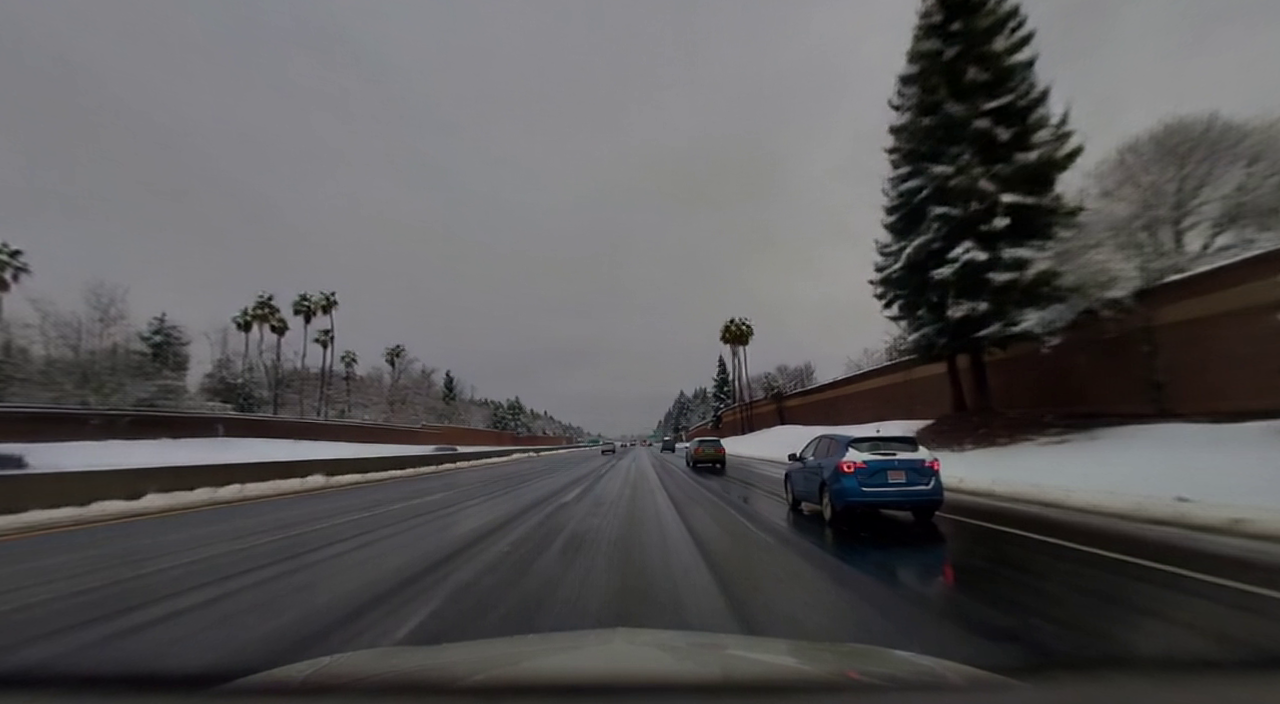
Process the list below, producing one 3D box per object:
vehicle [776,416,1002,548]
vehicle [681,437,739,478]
[{"bbox_3d":[3.698,1.998,10.383,1.910,1.696,4.187,0,-8,-1],"label":"vehicle"},{"bbox_3d":[3.050,4.695,28.487,2.045,1.688,4.313,0,-8,-1],"label":"vehicle"}]
